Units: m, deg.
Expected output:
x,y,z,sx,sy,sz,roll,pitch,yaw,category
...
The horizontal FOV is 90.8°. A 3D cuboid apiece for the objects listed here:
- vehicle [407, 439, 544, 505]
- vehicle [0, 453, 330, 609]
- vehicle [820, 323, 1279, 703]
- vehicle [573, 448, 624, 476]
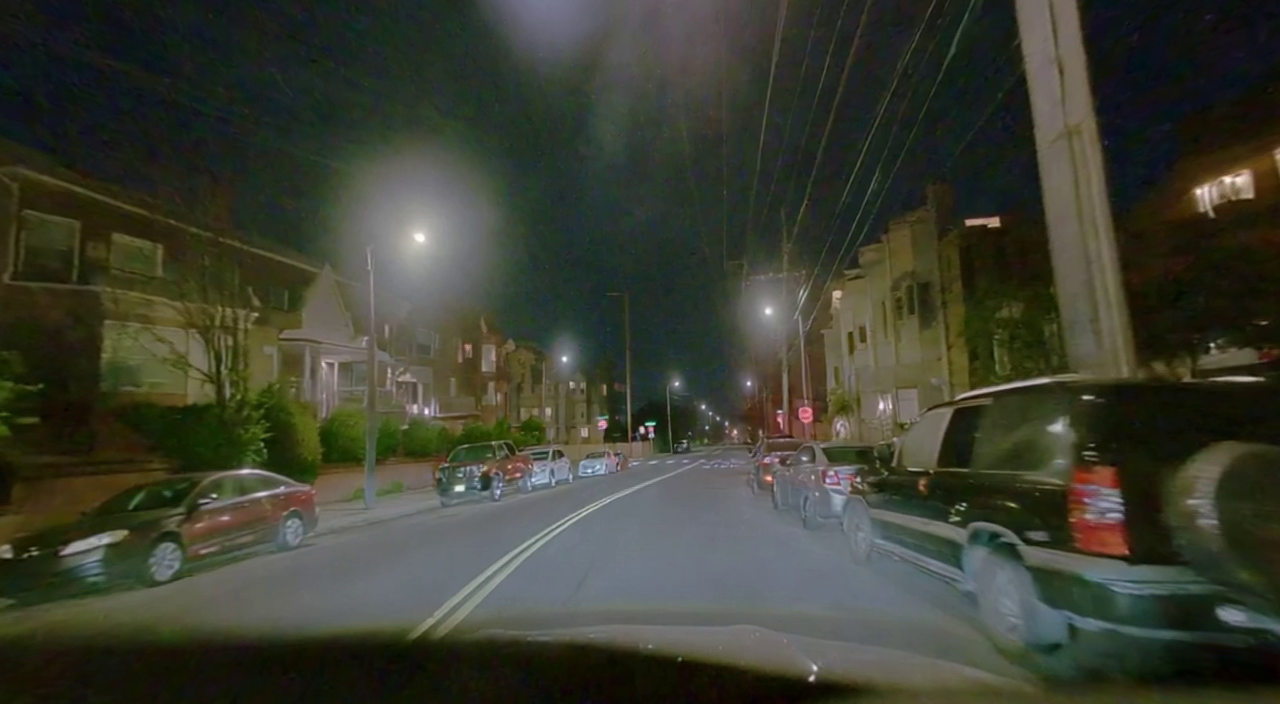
x,y,z,sx,sy,sz,roll,pitch,yaw,category
-5.385,4.014,21.851,2.359,1.947,5.833,-2,-8,9,vehicle
-7.317,2.465,9.812,2.086,1.706,4.649,-2,-8,9,vehicle
3.087,1.127,4.886,2.161,1.813,4.910,-1,-8,3,vehicle
-2.347,6.414,37.040,2.098,1.454,4.449,-2,-8,8,vehicle
